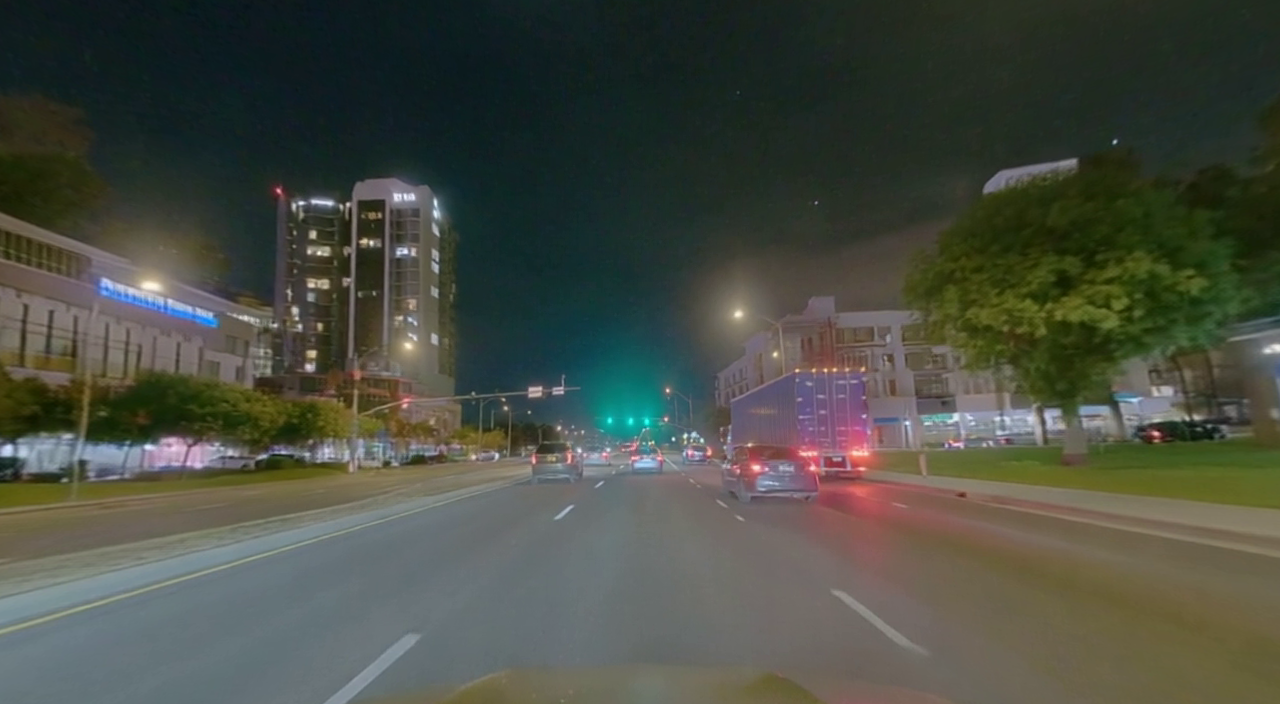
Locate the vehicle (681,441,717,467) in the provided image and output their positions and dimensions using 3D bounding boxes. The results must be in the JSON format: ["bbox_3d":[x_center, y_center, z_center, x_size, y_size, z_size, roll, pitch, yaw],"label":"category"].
[{"bbox_3d":[3.915,6.879,42.661,2.050,1.683,3.990,0,-8,0],"label":"vehicle"}]

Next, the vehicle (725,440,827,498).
[{"bbox_3d":[3.782,3.308,18.302,1.972,1.452,4.189,0,-8,-1],"label":"vehicle"}]

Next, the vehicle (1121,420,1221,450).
[{"bbox_3d":[36.390,5.707,43.269,5.045,1.644,1.906,-3,-8,-2],"label":"vehicle"}]

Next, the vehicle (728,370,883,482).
[{"bbox_3d":[7.568,4.113,32.950,3.383,4.268,17.469,0,-8,0],"label":"vehicle"}]

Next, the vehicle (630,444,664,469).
[{"bbox_3d":[0.403,6.678,40.419,2.020,1.461,4.326,0,-8,-1],"label":"vehicle"}]

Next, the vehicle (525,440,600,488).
[{"bbox_3d":[-2.639,3.948,22.630,2.003,1.509,4.396,-1,-8,2],"label":"vehicle"}]
